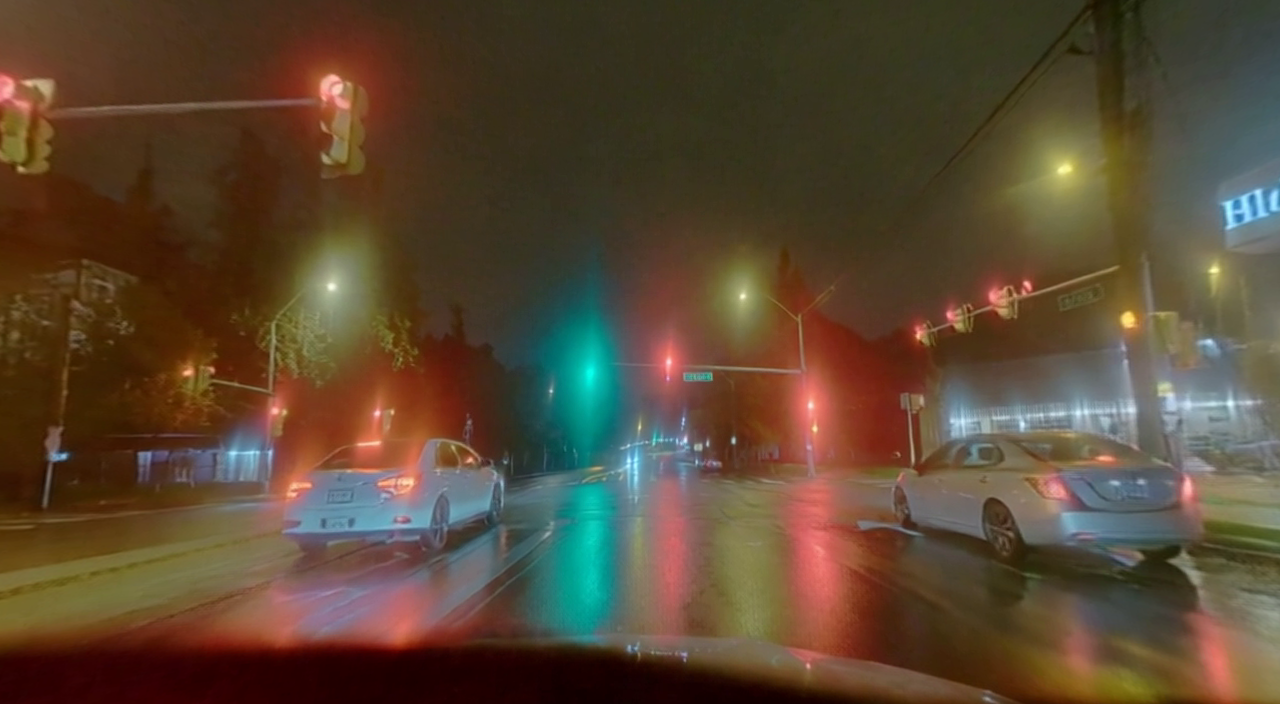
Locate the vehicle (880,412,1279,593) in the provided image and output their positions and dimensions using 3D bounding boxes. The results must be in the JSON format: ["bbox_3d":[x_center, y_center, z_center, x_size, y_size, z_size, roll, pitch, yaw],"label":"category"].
[{"bbox_3d":[5.005,1.734,8.140,2.039,1.655,4.495,0,-9,1],"label":"vehicle"}]

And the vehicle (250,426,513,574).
[{"bbox_3d":[-3.324,1.975,9.208,1.947,1.627,4.248,0,-9,1],"label":"vehicle"}]
